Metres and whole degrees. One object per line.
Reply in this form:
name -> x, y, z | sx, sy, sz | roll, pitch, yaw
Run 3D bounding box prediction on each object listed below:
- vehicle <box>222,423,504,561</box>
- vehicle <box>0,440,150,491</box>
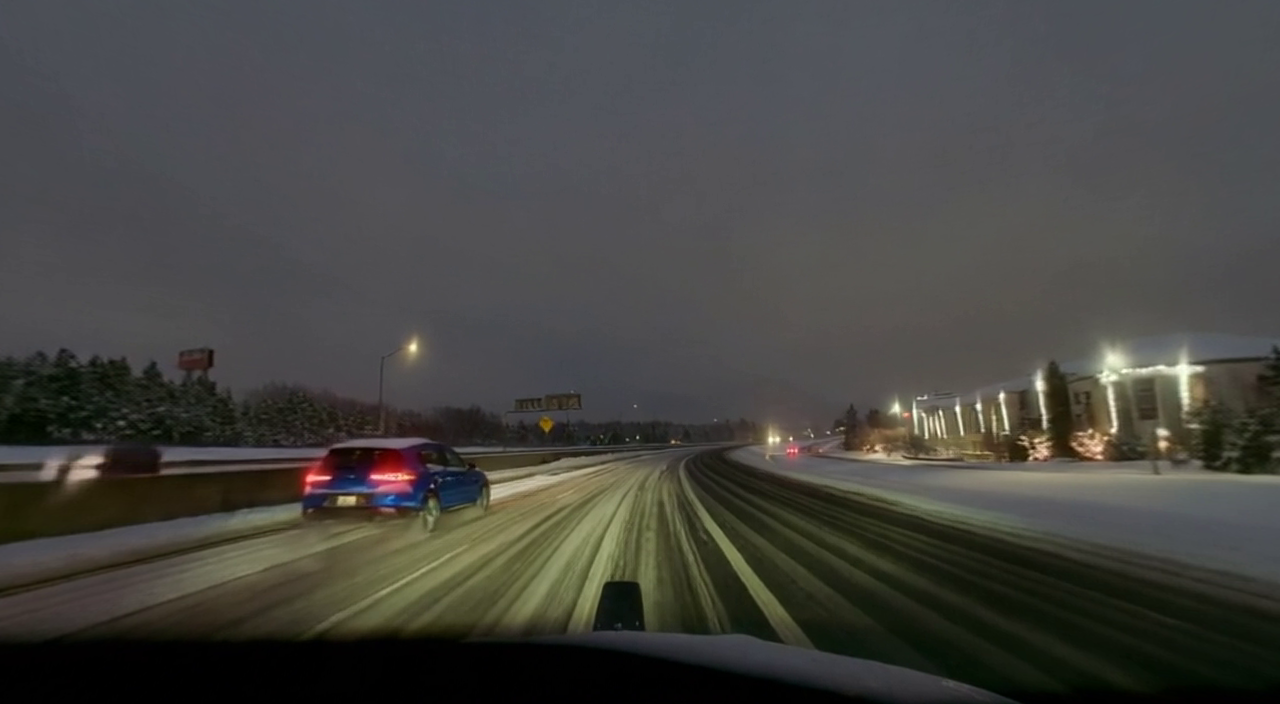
vehicle -> -3.727, 1.978, 9.722 | 2.087, 1.566, 4.756 | 0, -8, 1
vehicle -> -19.582, 3.795, 21.482 | 1.929, 1.514, 4.713 | -1, -8, 2
